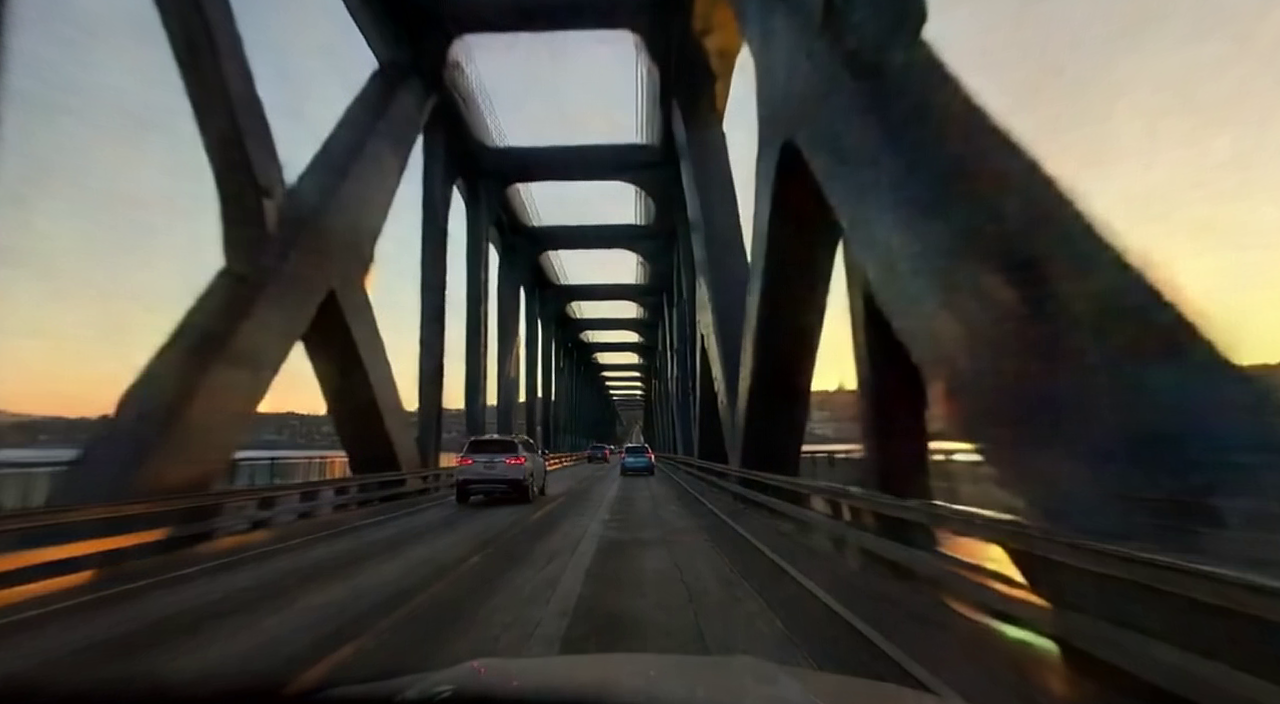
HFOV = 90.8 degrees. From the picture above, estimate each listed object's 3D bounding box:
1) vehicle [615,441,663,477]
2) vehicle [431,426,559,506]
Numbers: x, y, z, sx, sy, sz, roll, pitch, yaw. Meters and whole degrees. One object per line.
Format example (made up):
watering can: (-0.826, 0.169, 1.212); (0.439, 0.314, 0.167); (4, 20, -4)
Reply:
vehicle: (-0.058, 4.799, 28.562); (2.048, 1.450, 3.973); (0, -9, 0)
vehicle: (-3.617, 2.960, 16.846); (2.190, 1.807, 4.741); (-1, -9, 1)
